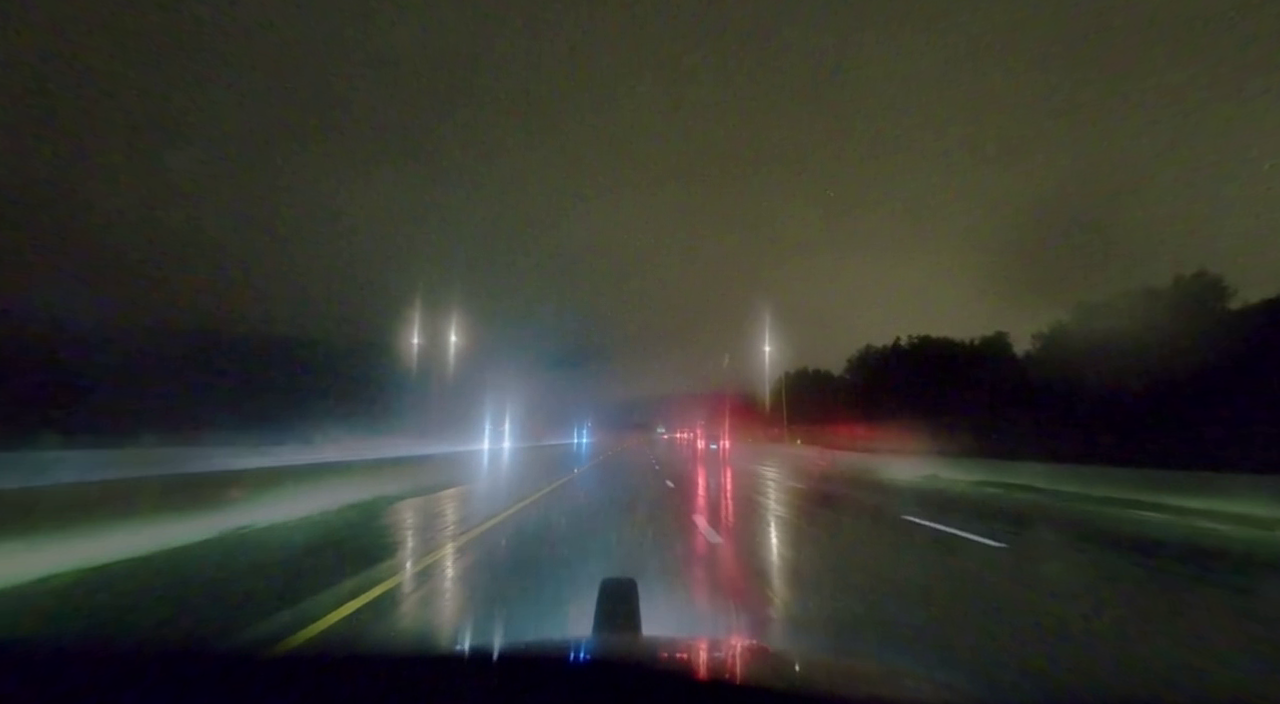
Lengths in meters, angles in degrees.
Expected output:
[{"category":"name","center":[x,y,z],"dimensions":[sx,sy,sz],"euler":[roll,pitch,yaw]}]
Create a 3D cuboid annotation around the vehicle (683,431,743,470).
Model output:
[{"category":"vehicle","center":[3.187,4.389,28.332],"dimensions":[2.084,1.583,4.420],"euler":[0,-8,-1]}]
